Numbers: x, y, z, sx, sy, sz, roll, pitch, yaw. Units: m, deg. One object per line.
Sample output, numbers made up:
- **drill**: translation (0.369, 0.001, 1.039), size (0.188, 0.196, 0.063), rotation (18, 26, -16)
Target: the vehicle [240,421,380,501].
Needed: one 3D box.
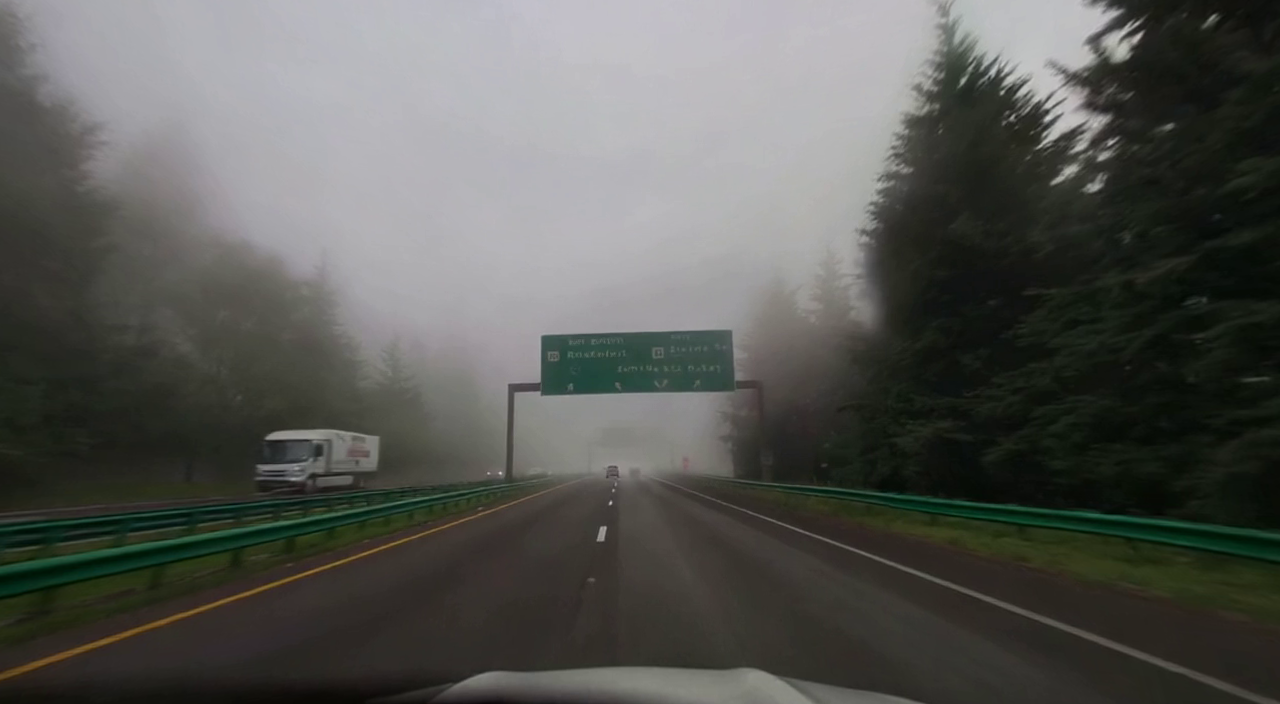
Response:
- **vehicle**: translation (-15.599, 5.341, 30.620), size (2.688, 3.314, 7.619), rotation (1, -11, -1)
